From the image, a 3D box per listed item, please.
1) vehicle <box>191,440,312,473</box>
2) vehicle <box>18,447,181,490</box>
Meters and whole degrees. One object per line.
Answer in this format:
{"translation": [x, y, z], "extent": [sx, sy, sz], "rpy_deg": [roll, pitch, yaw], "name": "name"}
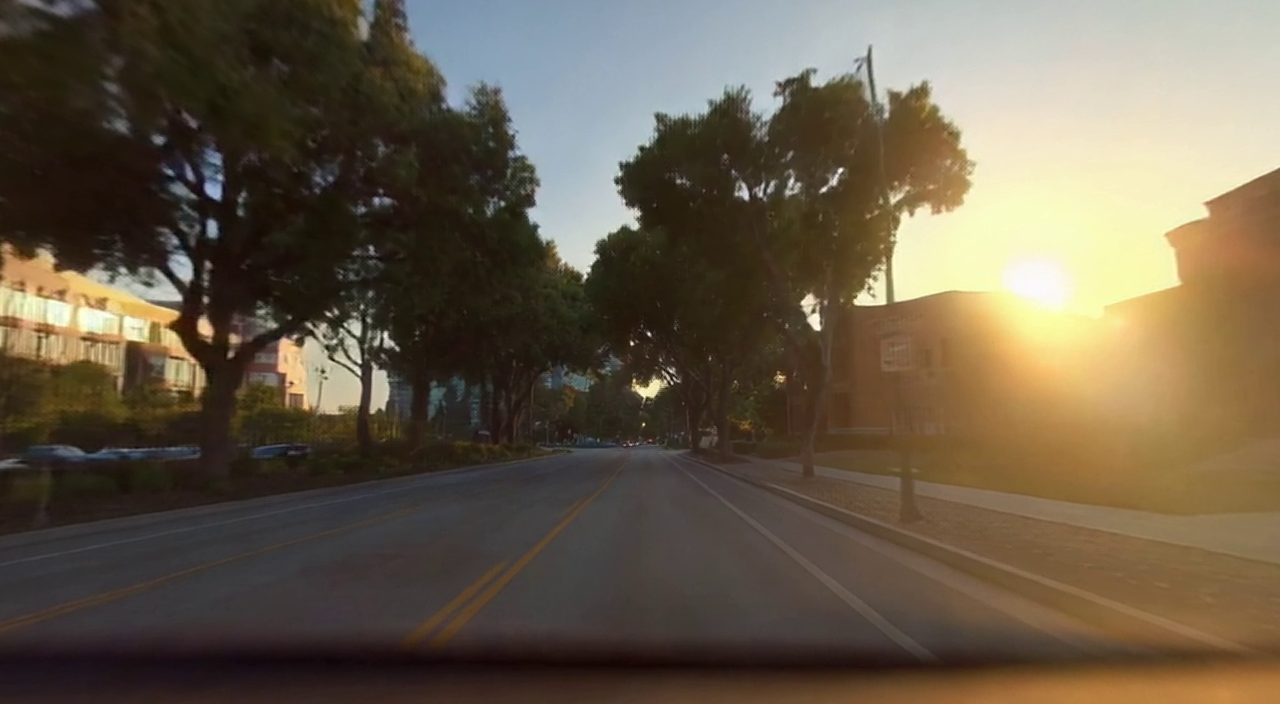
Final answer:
{"translation": [-19.105, 5.122, 31.138], "extent": [4.606, 1.544, 1.965], "rpy_deg": [0, -8, -1], "name": "vehicle"}
{"translation": [-19.370, 4.177, 22.733], "extent": [4.005, 1.433, 1.953], "rpy_deg": [0, -8, 0], "name": "vehicle"}
